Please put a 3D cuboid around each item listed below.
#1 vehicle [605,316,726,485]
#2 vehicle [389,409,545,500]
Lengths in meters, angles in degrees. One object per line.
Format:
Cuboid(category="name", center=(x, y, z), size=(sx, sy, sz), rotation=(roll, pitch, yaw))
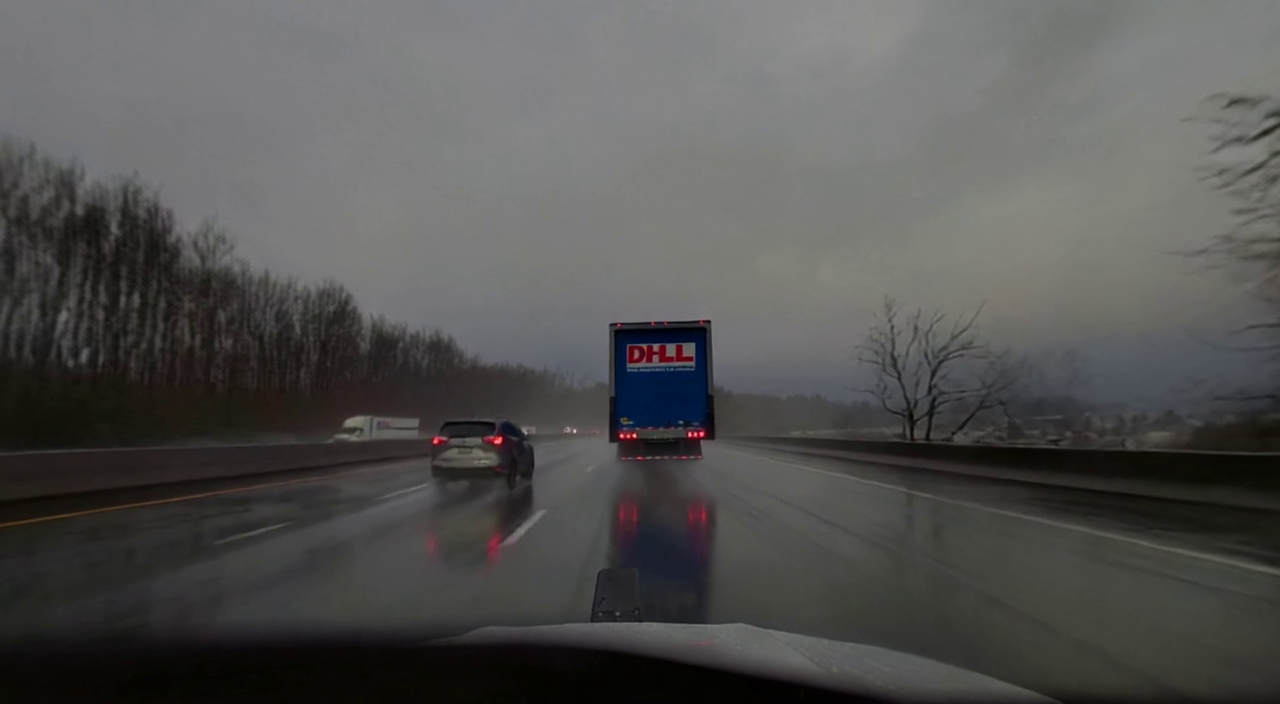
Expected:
Cuboid(category="vehicle", center=(0.464, 1.775, 20.230), size=(3.011, 4.211, 8.926), rotation=(0, -8, -2))
Cuboid(category="vehicle", center=(-3.827, 2.382, 15.123), size=(2.394, 1.787, 5.186), rotation=(0, -8, -1))
